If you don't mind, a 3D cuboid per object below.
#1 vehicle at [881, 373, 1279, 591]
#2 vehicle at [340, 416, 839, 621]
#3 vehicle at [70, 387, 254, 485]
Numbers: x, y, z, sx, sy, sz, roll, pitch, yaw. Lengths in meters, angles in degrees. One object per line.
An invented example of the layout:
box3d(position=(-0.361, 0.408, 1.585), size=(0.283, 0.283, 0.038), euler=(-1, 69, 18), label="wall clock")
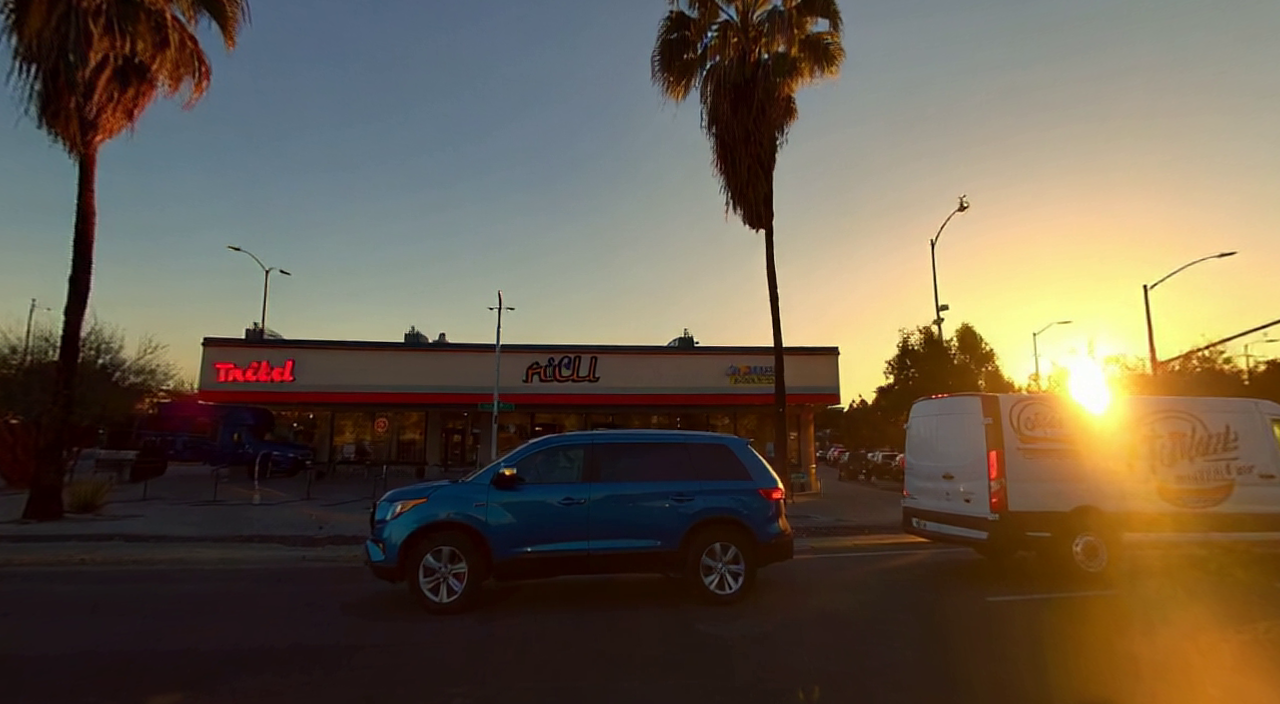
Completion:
box3d(position=(6.647, 1.537, 8.037), size=(6.246, 2.202, 2.277), euler=(1, -9, -7), label="vehicle")
box3d(position=(-0.485, 1.626, 6.852), size=(4.493, 1.728, 2.137), euler=(1, -9, -9), label="vehicle")
box3d(position=(-21.670, 3.955, 29.433), size=(3.034, 3.929, 7.699), euler=(1, -9, -6), label="vehicle")
